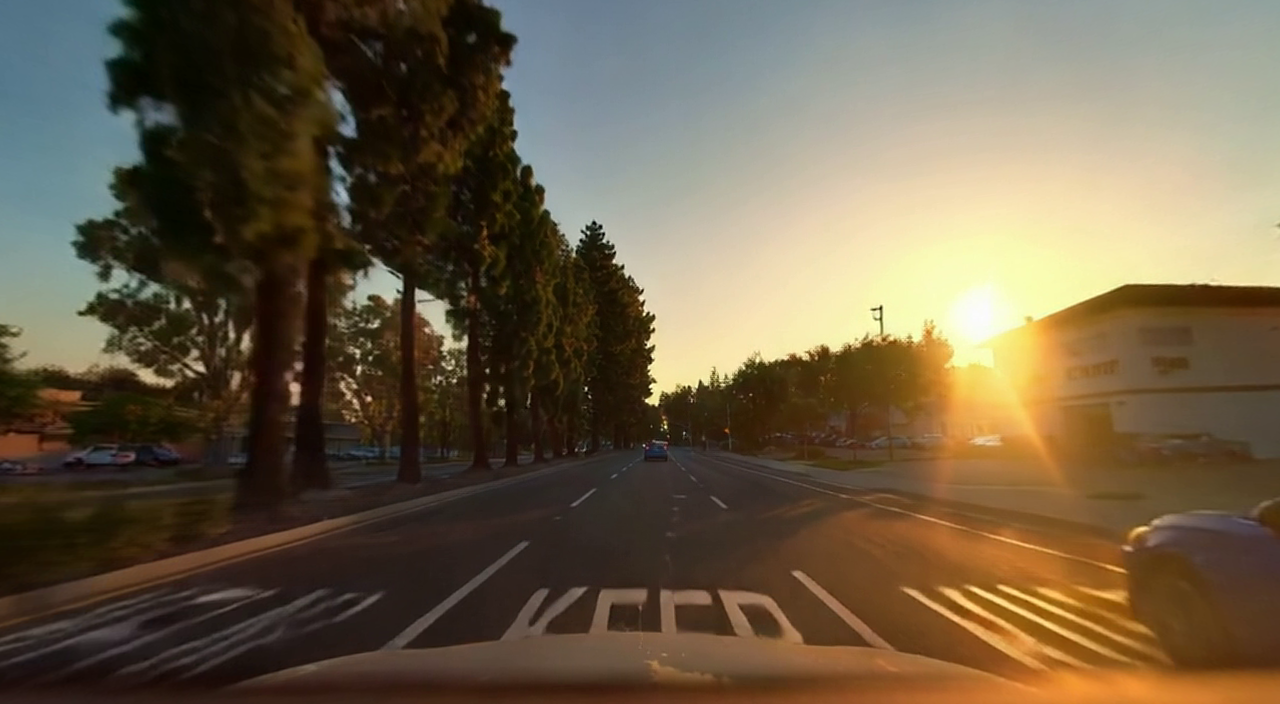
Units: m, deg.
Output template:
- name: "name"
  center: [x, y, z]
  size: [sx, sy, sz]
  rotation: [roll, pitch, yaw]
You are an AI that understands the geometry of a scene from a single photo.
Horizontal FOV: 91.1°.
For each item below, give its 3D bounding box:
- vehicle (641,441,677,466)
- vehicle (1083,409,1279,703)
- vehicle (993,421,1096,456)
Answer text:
- name: "vehicle"
  center: [1.195, 6.477, 40.440]
  size: [2.144, 1.505, 4.128]
  rotation: [0, -8, 1]
- name: "vehicle"
  center: [4.118, 0.874, 2.029]
  size: [2.053, 1.482, 4.568]
  rotation: [0, -8, 1]
- name: "vehicle"
  center: [28.150, 6.075, 43.840]
  size: [5.430, 1.860, 2.156]
  rotation: [-6, -9, 3]
